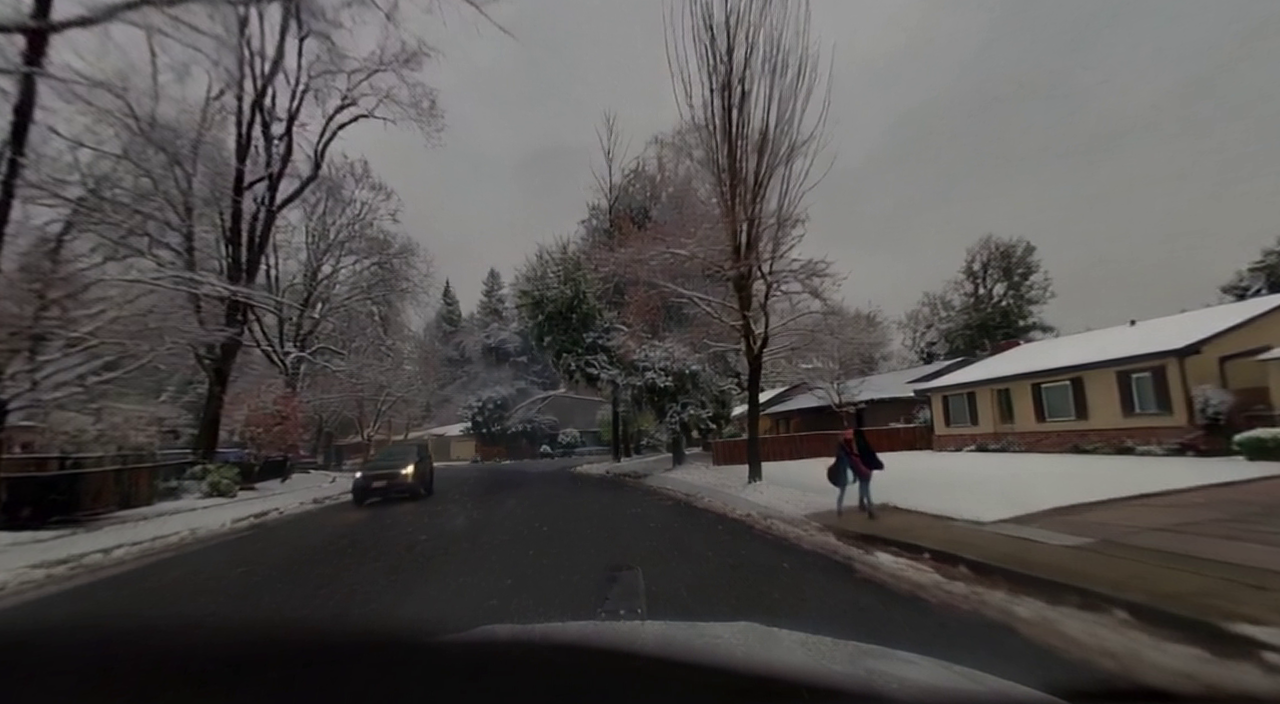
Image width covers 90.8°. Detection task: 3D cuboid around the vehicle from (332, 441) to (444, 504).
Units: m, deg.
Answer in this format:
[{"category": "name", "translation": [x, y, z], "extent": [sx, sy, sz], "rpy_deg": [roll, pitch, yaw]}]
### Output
[{"category": "vehicle", "translation": [-7.896, 3.778, 20.383], "extent": [2.217, 1.751, 4.763], "rpy_deg": [1, -9, -8]}]

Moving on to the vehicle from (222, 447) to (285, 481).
[{"category": "vehicle", "translation": [-22.376, 6.411, 36.510], "extent": [4.330, 1.813, 1.951], "rpy_deg": [-8, -12, 44]}]
